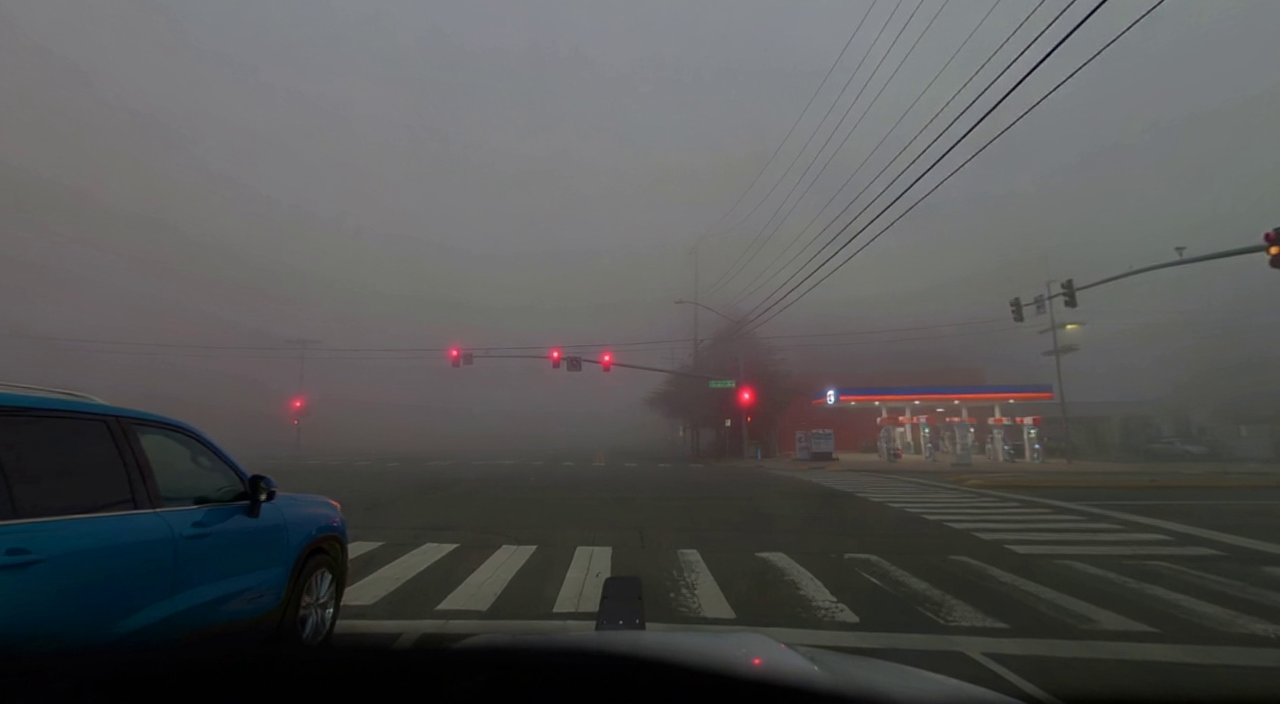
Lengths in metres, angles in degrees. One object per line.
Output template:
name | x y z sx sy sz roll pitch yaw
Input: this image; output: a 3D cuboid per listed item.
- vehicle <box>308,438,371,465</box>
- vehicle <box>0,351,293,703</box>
vehicle | -20.496 6.807 43.177 2.004 1.699 4.486 0 -9 0
vehicle | -3.440 0.806 2.061 2.053 1.690 4.364 0 -9 1
